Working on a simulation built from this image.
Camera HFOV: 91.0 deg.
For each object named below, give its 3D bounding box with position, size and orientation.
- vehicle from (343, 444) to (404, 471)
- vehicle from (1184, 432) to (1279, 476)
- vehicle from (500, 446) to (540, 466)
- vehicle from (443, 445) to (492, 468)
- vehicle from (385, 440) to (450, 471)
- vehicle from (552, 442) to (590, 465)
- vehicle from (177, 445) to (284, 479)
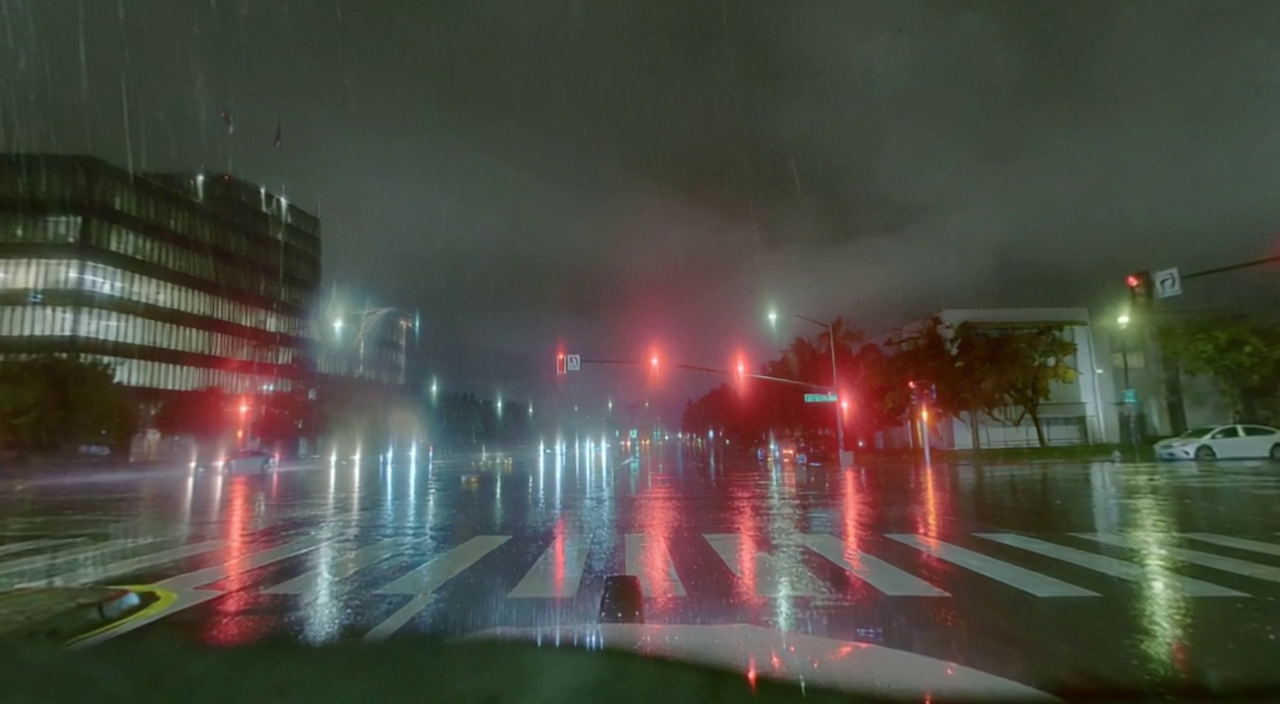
[{"bbox_3d":[-18.552,7.352,44.022,2.237,1.801,4.541,0,-9,1],"label":"vehicle"},{"bbox_3d":[22.322,3.577,22.227,4.474,1.477,1.908,0,-9,-2],"label":"vehicle"},{"bbox_3d":[-8.087,7.009,42.610,1.910,1.321,3.692,0,-9,2],"label":"vehicle"},{"bbox_3d":[-11.625,7.069,42.691,1.911,1.476,4.297,-1,-9,2],"label":"vehicle"},{"bbox_3d":[-15.108,7.041,43.158,2.340,1.946,5.450,0,-9,2],"label":"vehicle"},{"bbox_3d":[-4.517,6.713,41.676,1.954,1.431,4.050,-1,-9,2],"label":"vehicle"},{"bbox_3d":[-23.581,6.311,36.505,2.032,1.839,4.884,-3,-9,18],"label":"vehicle"}]
